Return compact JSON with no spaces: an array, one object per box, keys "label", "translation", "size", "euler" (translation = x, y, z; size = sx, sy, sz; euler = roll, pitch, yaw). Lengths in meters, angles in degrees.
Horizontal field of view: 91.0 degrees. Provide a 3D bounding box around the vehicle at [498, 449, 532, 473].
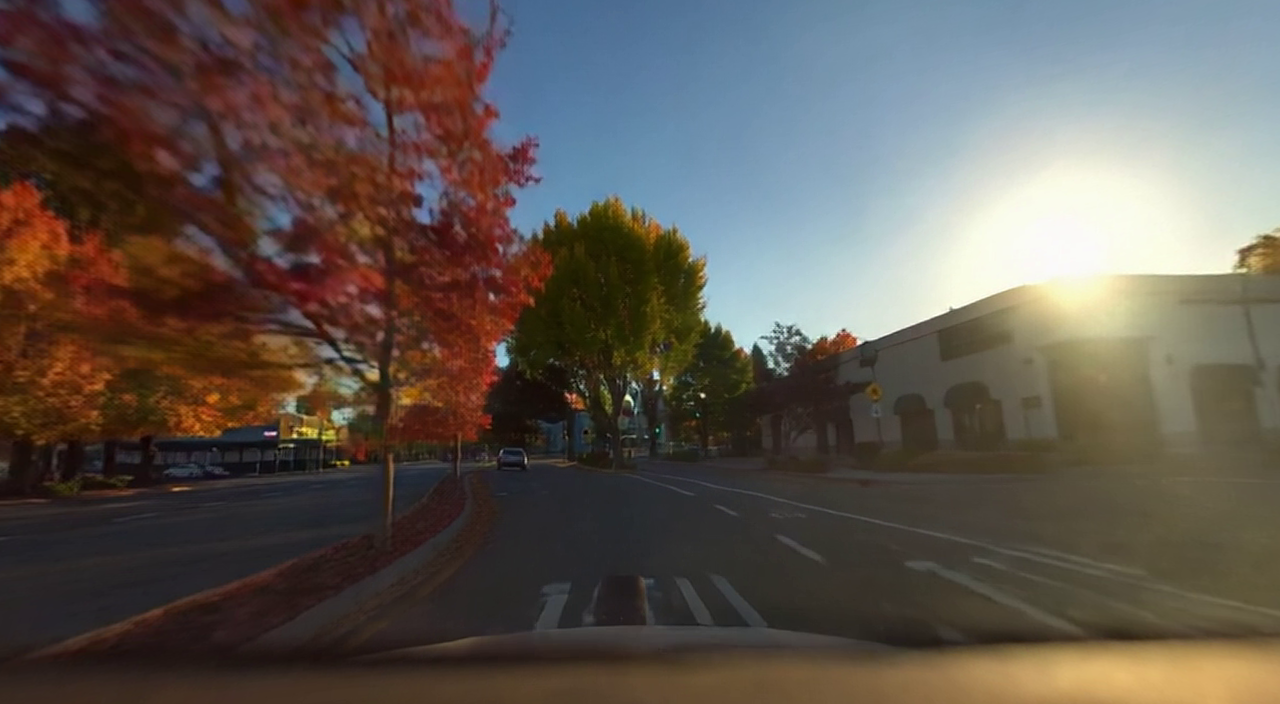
[{"label":"vehicle","translation":[-8.394,7.256,41.960],"size":[2.018,1.512,4.304],"euler":[2,-10,-13]}]
